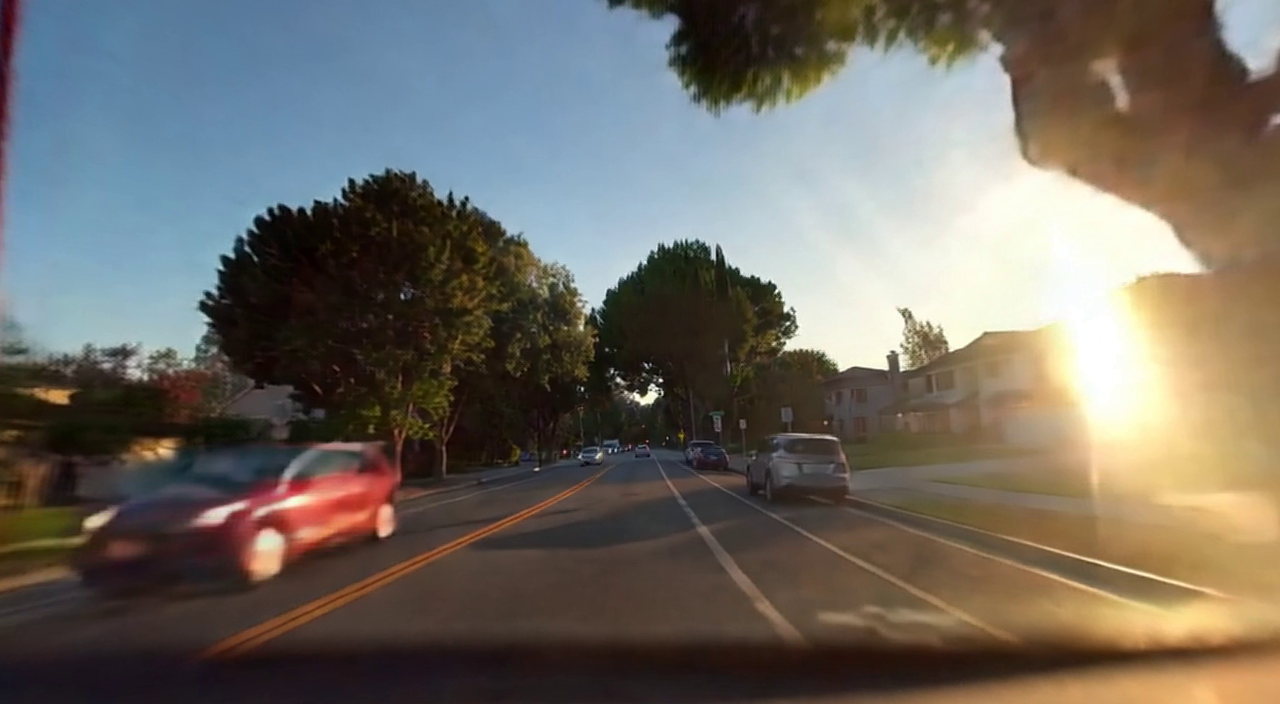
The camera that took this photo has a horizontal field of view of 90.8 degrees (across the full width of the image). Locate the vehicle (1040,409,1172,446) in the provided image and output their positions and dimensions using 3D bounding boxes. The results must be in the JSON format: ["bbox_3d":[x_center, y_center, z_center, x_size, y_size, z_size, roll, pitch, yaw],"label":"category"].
[{"bbox_3d":[22.133,3.616,30.109,4.799,1.678,2.002,0,-9,-5],"label":"vehicle"}]

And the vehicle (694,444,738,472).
[{"bbox_3d":[4.137,5.827,34.929,1.874,1.415,4.683,0,-8,0],"label":"vehicle"}]

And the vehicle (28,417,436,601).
[{"bbox_3d":[-4.903,1.942,8.937,2.091,1.793,5.296,-1,-8,2],"label":"vehicle"}]

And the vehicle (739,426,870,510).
[{"bbox_3d":[3.867,2.815,15.856,2.087,1.725,4.986,-1,-8,2],"label":"vehicle"}]
